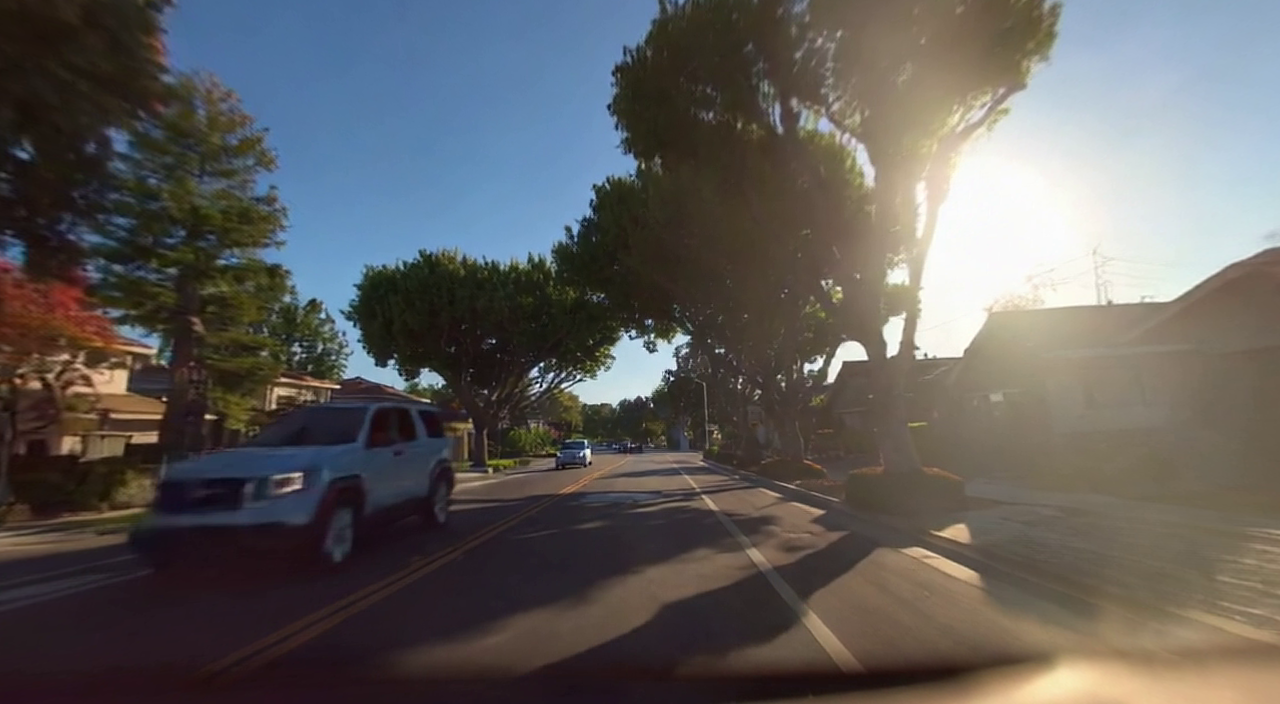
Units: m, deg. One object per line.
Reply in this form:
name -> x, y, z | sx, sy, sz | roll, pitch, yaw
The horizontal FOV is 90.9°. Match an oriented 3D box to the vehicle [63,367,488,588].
vehicle -> -4.184, 1.601, 8.961 | 2.417, 2.088, 5.780 | 0, -8, 2

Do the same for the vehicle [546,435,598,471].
vehicle -> -3.597, 5.470, 34.263 | 2.172, 1.793, 4.696 | 0, -8, 2
